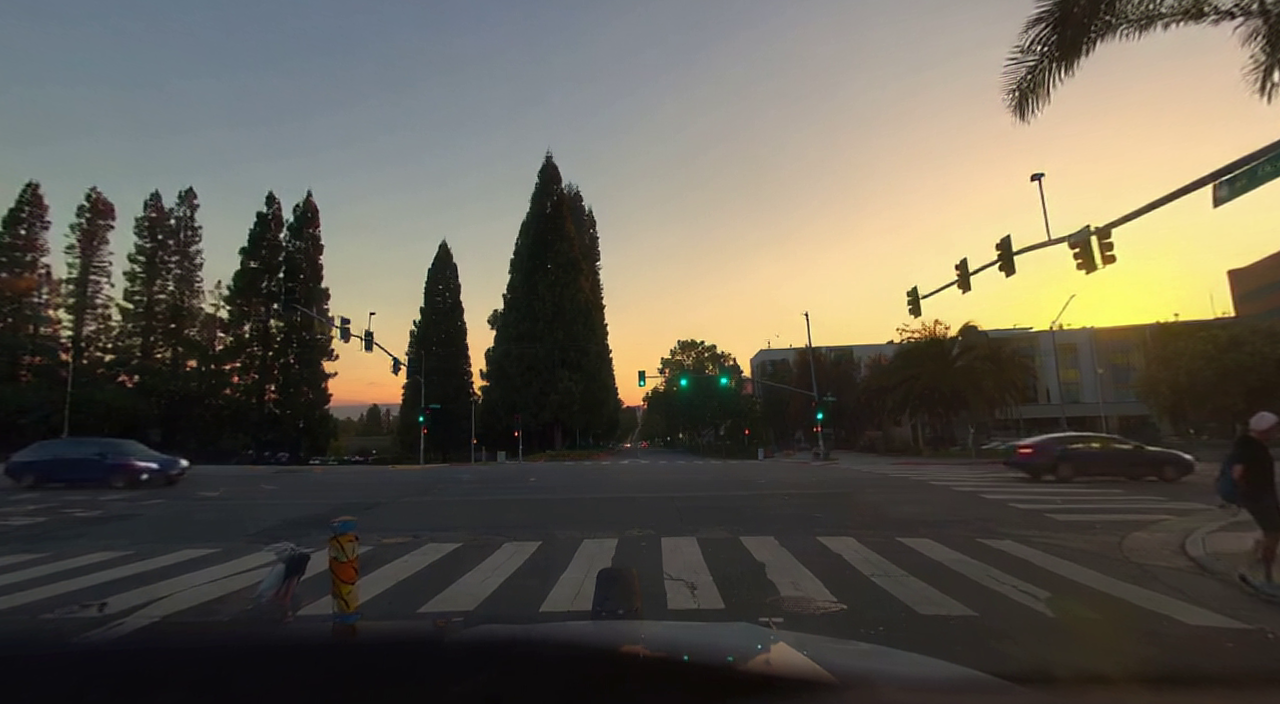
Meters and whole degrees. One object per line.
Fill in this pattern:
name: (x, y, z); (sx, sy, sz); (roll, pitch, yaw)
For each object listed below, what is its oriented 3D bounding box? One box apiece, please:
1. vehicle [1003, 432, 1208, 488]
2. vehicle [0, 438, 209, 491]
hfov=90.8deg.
vehicle: (13.634, 3.176, 18.732); (4.502, 1.512, 1.917); (0, -9, 0)
vehicle: (-16.045, 3.358, 19.029); (4.698, 1.466, 1.883); (0, -9, 1)
